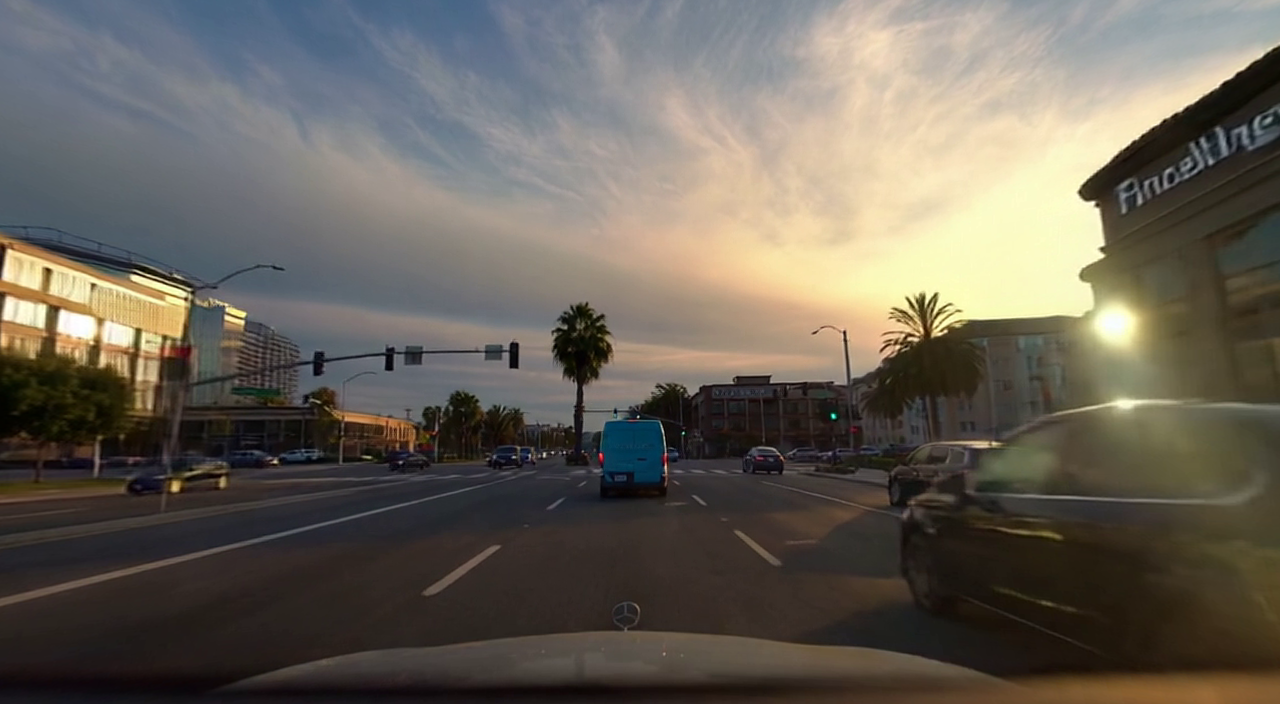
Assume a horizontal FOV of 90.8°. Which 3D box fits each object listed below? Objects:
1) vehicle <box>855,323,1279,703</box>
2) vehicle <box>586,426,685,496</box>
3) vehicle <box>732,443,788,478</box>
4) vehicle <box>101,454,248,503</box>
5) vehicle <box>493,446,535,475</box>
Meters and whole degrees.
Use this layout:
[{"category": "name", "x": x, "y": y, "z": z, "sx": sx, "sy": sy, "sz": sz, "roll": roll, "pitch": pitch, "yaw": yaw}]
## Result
[{"category": "vehicle", "x": 3.265, "y": 0.974, "z": 3.288, "sx": 2.462, "sy": 1.736, "sz": 4.899, "roll": 0, "pitch": -9, "yaw": -1}, {"category": "vehicle", "x": -0.233, "y": 3.587, "z": 21.154, "sx": 2.848, "sy": 1.991, "sz": 5.706, "roll": 0, "pitch": -9, "yaw": -2}, {"category": "vehicle", "x": 6.239, "y": 5.716, "z": 33.457, "sx": 1.931, "sy": 1.692, "sz": 4.267, "roll": 0, "pitch": -9, "yaw": -3}, {"category": "vehicle", "x": -16.277, "y": 4.400, "z": 22.476, "sx": 1.953, "sy": 1.480, "sz": 4.632, "roll": 0, "pitch": -9, "yaw": -4}, {"category": "vehicle", "x": -7.871, "y": 6.689, "z": 39.271, "sx": 2.109, "sy": 1.653, "sz": 4.681, "roll": 2, "pitch": -9, "yaw": -16}]
